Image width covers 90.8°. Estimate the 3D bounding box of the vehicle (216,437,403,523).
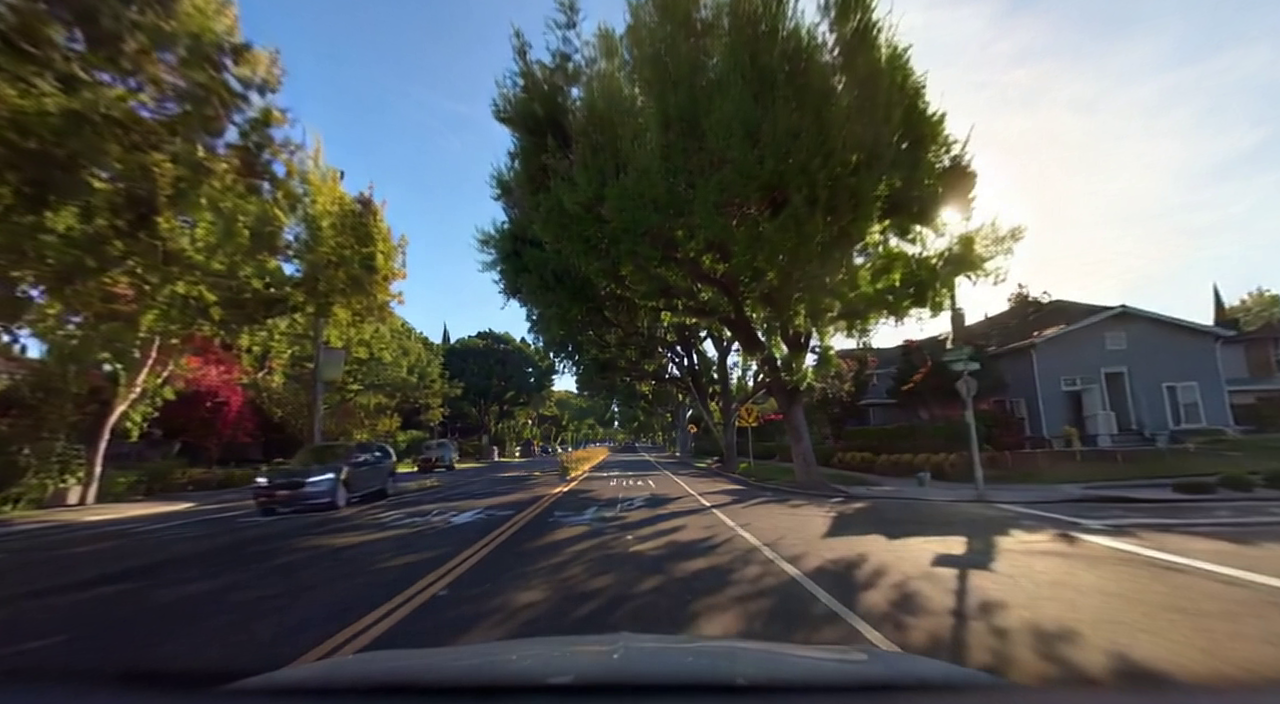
[{"bbox_3d":[-7.259,2.814,14.511,1.994,1.646,4.276,0,-9,0],"label":"vehicle"}]
